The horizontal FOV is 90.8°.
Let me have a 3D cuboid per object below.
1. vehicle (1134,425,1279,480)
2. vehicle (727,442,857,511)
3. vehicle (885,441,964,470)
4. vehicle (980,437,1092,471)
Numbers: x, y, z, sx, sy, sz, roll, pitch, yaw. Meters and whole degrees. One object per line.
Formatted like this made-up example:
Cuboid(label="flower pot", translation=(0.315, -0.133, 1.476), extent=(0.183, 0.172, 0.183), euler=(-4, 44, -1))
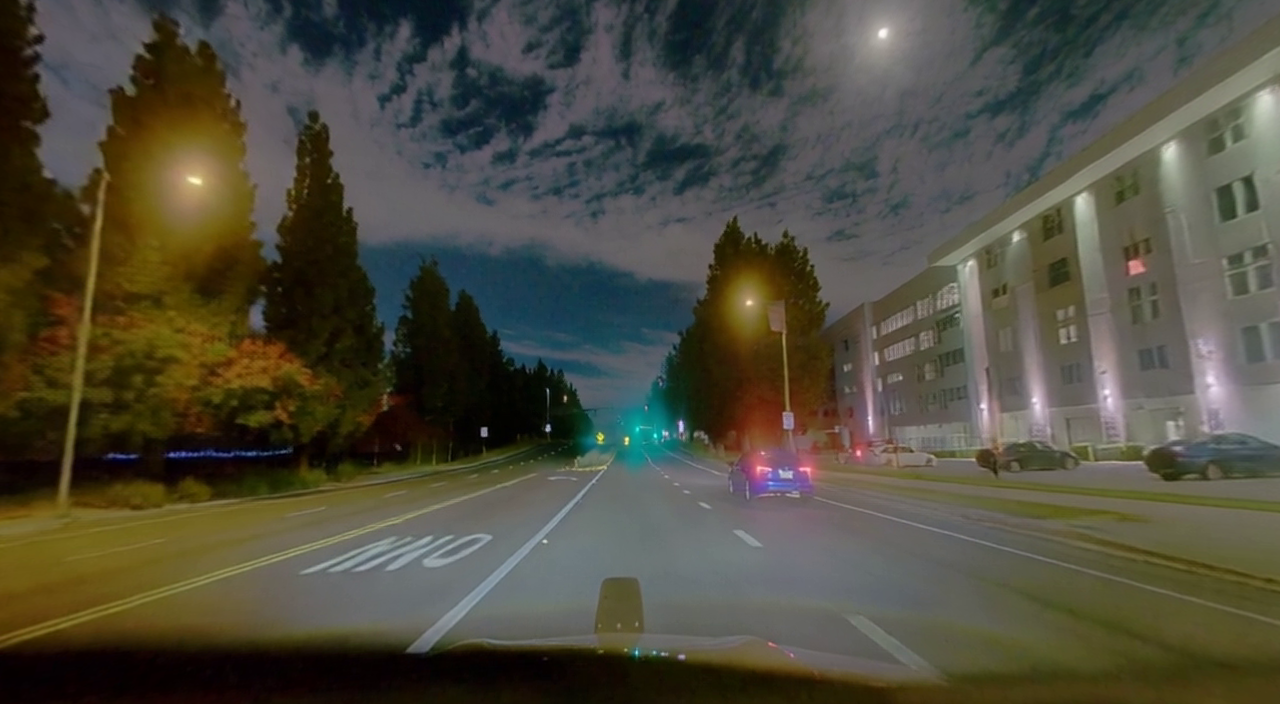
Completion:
Cuboid(label="vehicle", translation=(18.150, 3.061, 19.314), extent=(4.436, 1.556, 1.997), euler=(0, -8, -2))
Cuboid(label="vehicle", translation=(3.669, 3.075, 16.197), extent=(2.114, 1.493, 4.430), euler=(0, -8, -2))
Cuboid(label="vehicle", translation=(19.375, 7.080, 43.163), extent=(4.418, 1.418, 1.873), euler=(-5, -14, -2))
Cuboid(label="vehicle", translation=(17.662, 4.570, 28.313), extent=(3.622, 1.432, 2.029), euler=(1, -8, -3))
